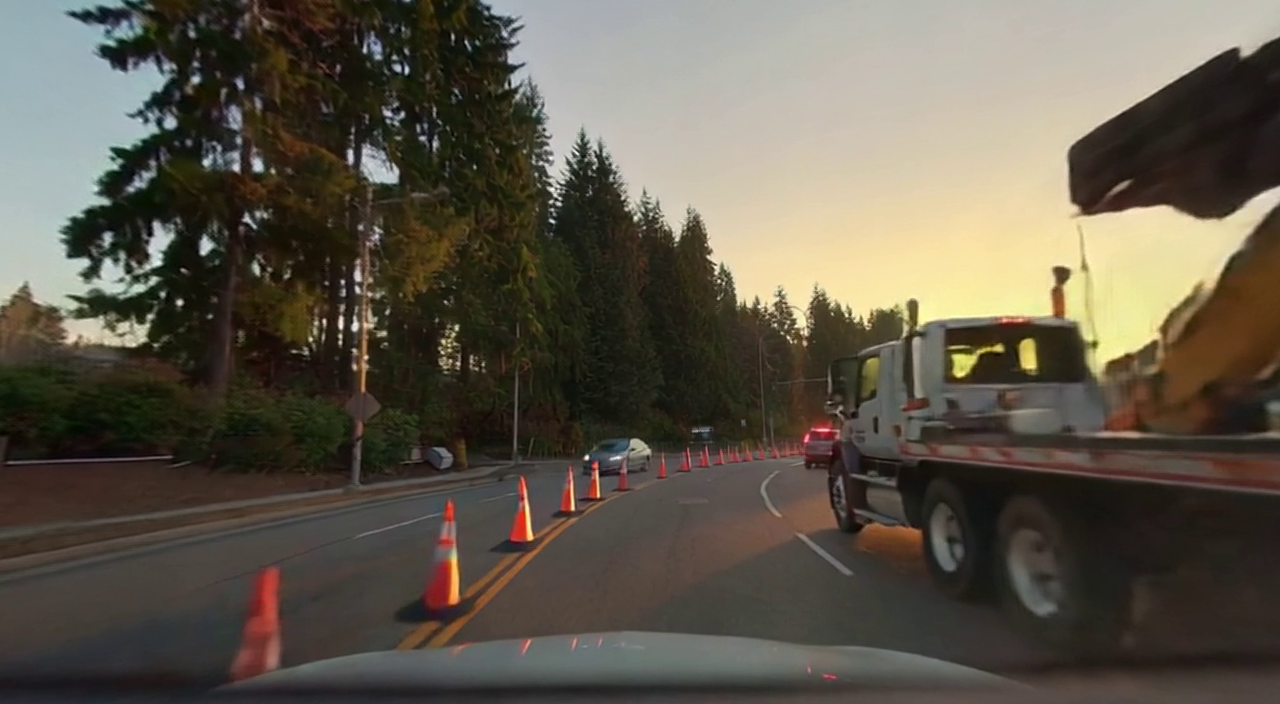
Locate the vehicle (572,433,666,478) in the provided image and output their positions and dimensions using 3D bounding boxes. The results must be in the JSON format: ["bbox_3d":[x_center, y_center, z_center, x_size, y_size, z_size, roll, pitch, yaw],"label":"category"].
[{"bbox_3d":[-0.677,3.770,23.433,1.945,1.494,4.201,-3,-8,22],"label":"vehicle"}]

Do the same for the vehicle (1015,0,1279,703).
[{"bbox_3d":[3.534,-0.120,1.018,2.874,2.542,4.840,-1,-8,1],"label":"vehicle"}]
